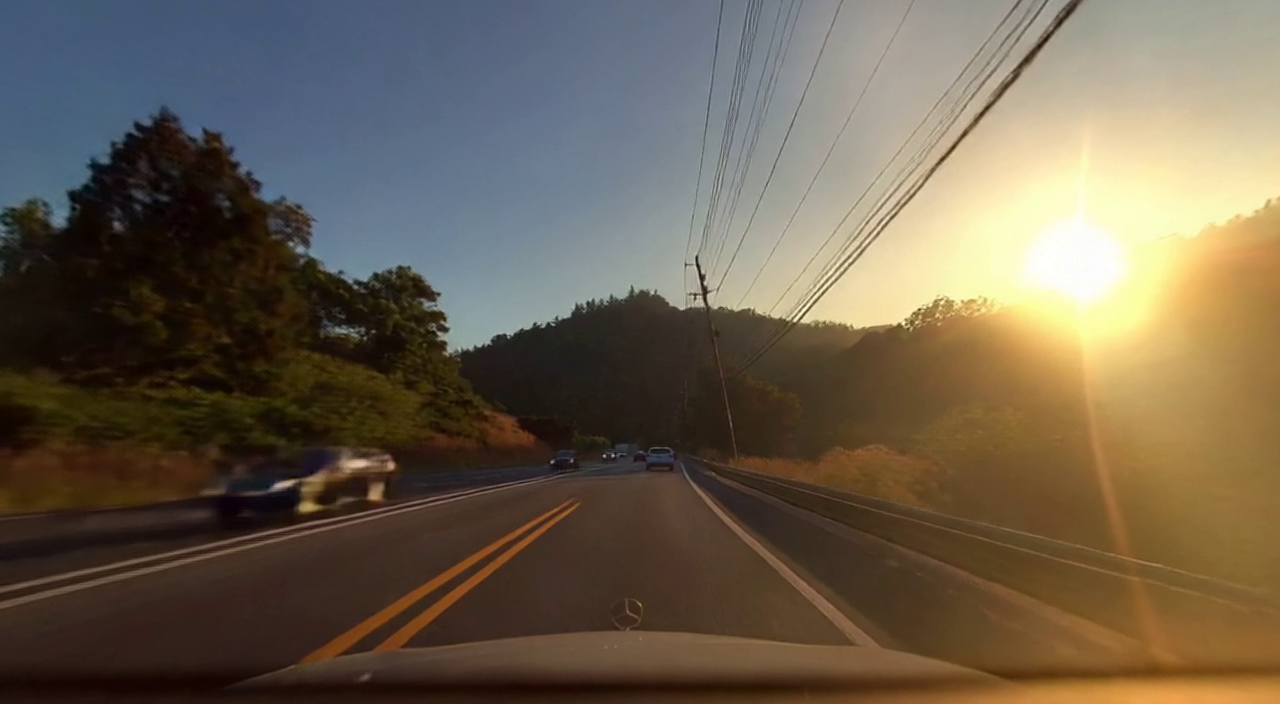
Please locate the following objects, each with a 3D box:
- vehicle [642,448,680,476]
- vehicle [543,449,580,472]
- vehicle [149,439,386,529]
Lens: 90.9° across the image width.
[{"bbox_3d":[1.213,6.303,36.340,2.080,1.486,3.813,-1,-9,2],"label":"vehicle"},{"bbox_3d":[-5.457,7.586,44.370,1.900,1.515,4.379,-1,-9,3],"label":"vehicle"},{"bbox_3d":[-7.146,2.561,12.784,2.034,1.492,4.319,-1,-9,2],"label":"vehicle"}]
